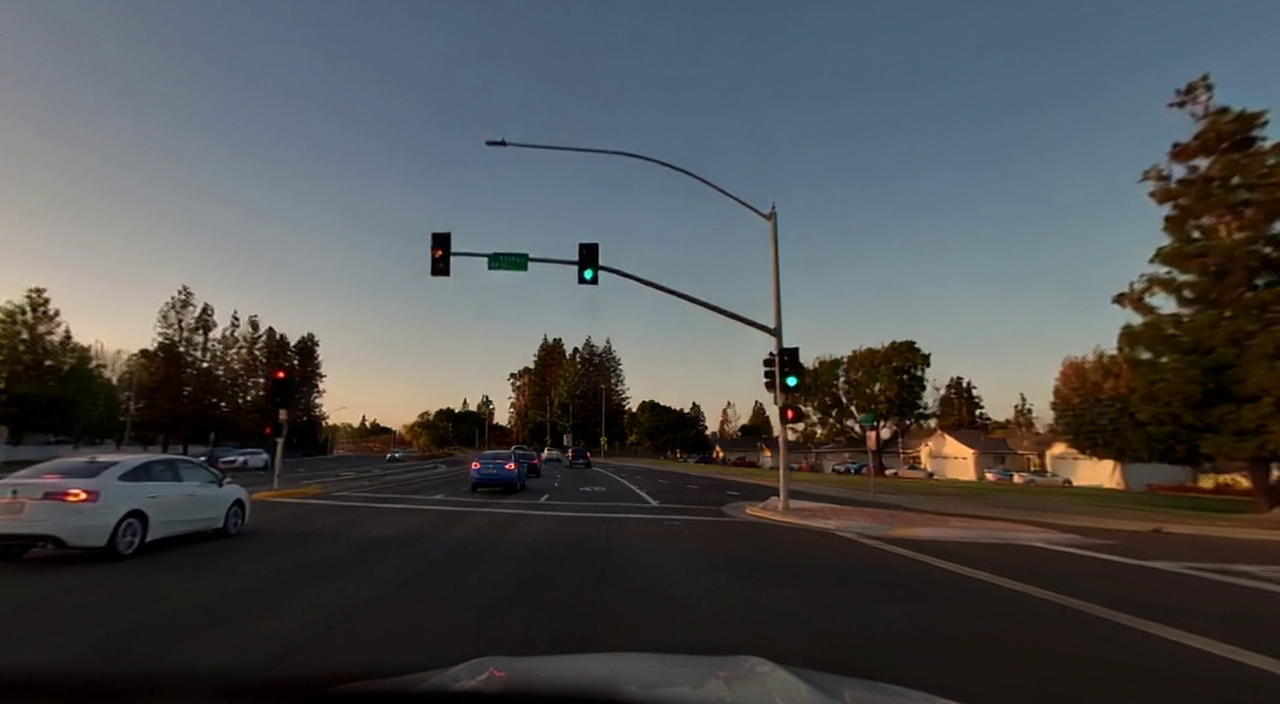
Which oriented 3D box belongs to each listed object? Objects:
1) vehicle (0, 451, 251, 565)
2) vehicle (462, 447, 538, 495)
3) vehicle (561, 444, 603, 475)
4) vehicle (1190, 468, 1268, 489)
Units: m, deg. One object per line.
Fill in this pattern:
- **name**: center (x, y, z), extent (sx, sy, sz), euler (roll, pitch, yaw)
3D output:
- **vehicle**: center (-8.506, 2.349, 10.286), extent (1.889, 1.429, 4.029), euler (0, -8, -2)
- **vehicle**: center (-5.150, 4.407, 23.865), extent (2.098, 1.613, 4.606), euler (0, -8, -4)
- **vehicle**: center (-4.068, 7.345, 43.587), extent (2.526, 1.982, 5.294), euler (1, -9, -9)
- **vehicle**: center (45.513, 9.735, 48.832), extent (4.468, 1.458, 1.757), euler (1, -8, -5)
